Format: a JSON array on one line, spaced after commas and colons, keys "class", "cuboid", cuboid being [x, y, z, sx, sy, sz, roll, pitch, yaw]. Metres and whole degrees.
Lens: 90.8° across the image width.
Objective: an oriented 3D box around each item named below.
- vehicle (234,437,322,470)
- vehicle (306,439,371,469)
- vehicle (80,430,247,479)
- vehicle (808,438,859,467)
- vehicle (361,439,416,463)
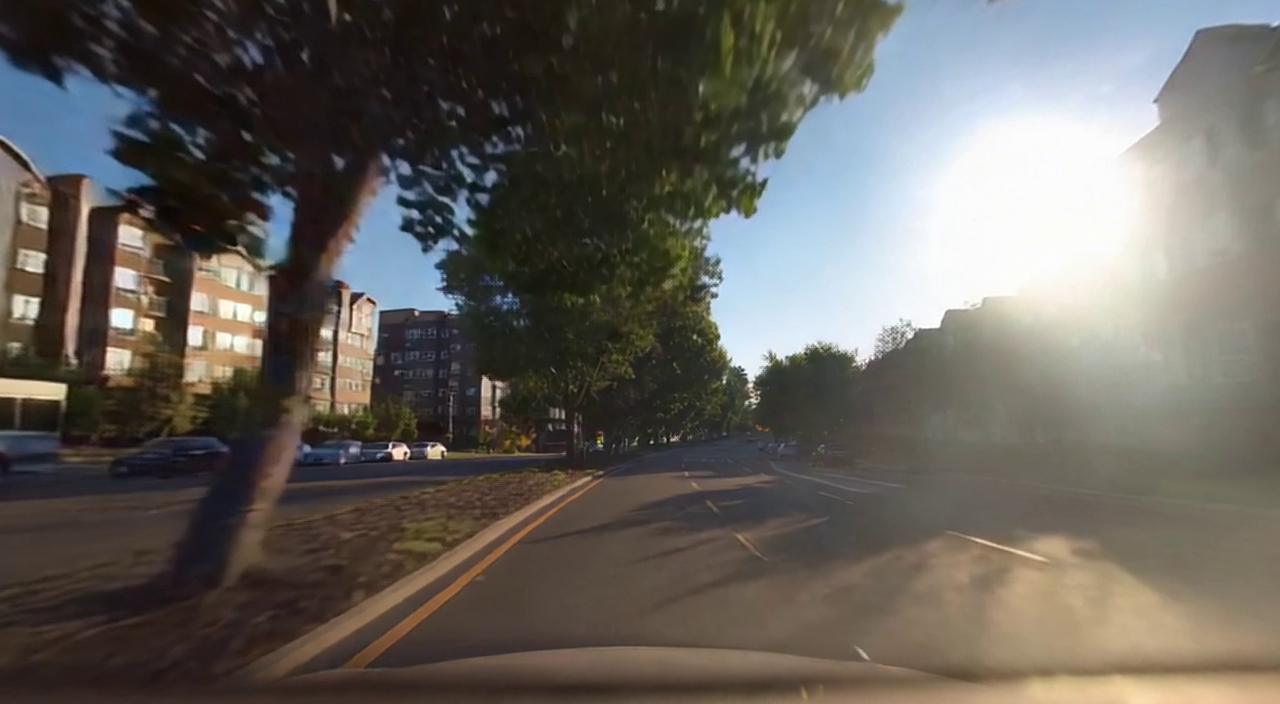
[{"class": "vehicle", "cuboid": [-18.336, 5.183, 32.242, 1.854, 1.490, 4.331, -2, -9, 1]}, {"class": "vehicle", "cuboid": [-18.044, 6.085, 38.014, 1.686, 1.671, 4.477, -1, -8, 0]}, {"class": "vehicle", "cuboid": [-18.651, 4.057, 25.211, 2.076, 1.703, 5.595, 0, -8, 3]}, {"class": "vehicle", "cuboid": [11.767, 6.128, 38.694, 1.992, 1.615, 4.460, 0, -8, 4]}, {"class": "vehicle", "cuboid": [-17.519, 6.972, 44.247, 1.795, 1.445, 4.629, -3, -10, 2]}]
